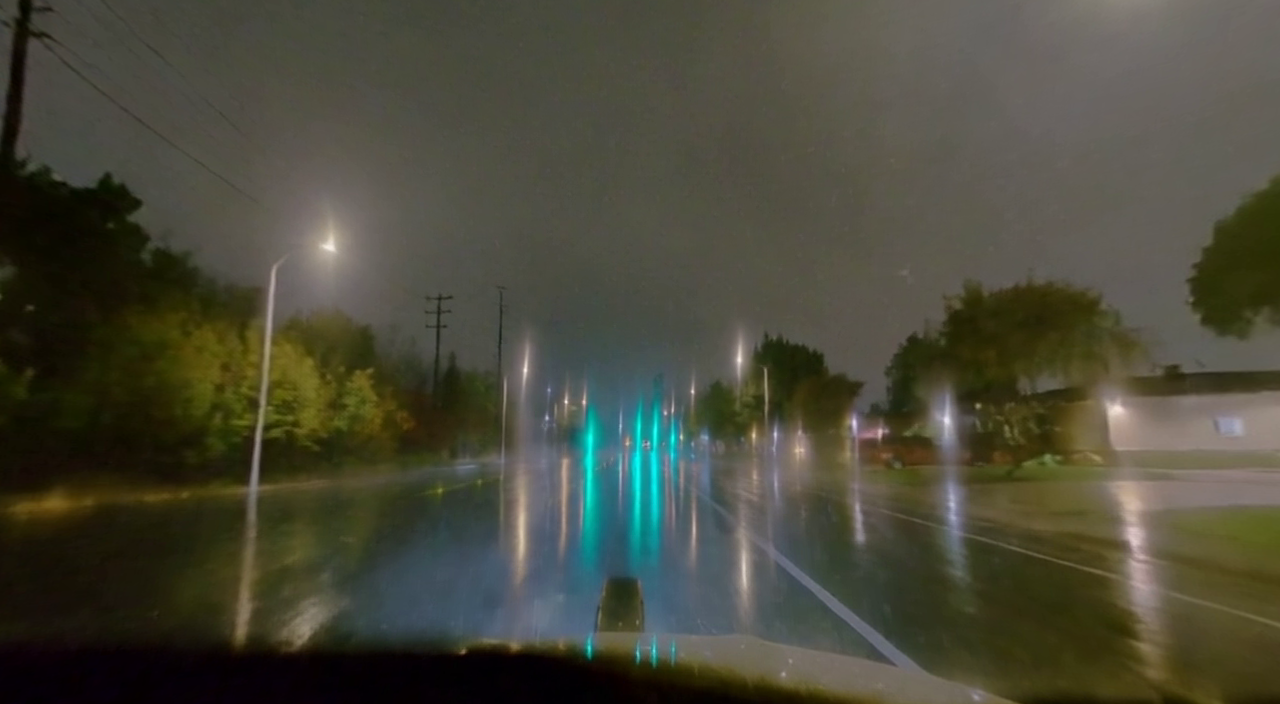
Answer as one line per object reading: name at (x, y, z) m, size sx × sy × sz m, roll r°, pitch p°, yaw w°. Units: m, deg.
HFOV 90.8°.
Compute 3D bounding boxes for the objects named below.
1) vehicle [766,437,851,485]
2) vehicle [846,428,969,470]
vehicle at (6.700, 4.387, 25.711) m, size 2.043 × 1.747 × 4.680 m, roll 0°, pitch -8°, yaw -2°
vehicle at (12.955, 4.745, 30.896) m, size 5.037 × 1.925 × 2.021 m, roll -1°, pitch -8°, yaw 4°
